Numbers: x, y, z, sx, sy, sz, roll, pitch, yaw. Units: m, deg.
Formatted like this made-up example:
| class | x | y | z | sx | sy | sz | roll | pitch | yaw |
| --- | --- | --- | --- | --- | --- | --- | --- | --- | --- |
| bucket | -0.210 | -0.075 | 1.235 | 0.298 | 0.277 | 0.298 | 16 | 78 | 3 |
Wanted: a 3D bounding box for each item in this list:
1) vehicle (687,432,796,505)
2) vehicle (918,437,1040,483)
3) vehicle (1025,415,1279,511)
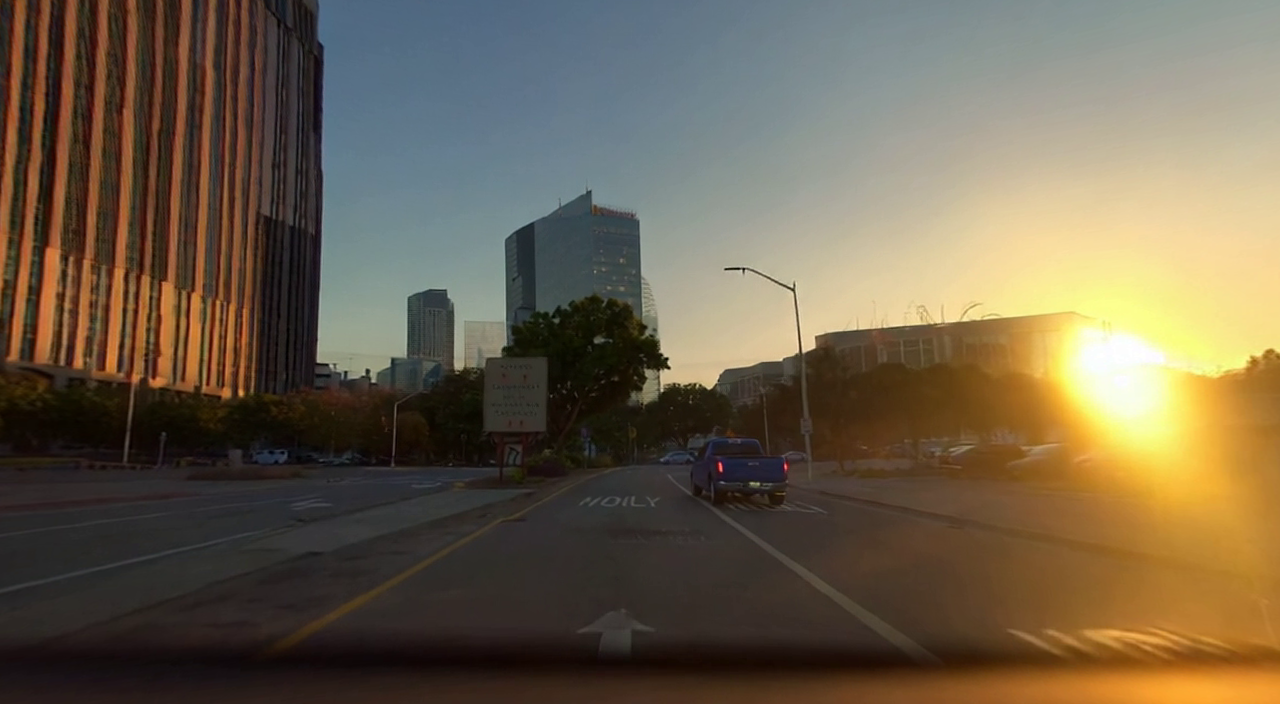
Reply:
| class | x | y | z | sx | sy | sz | roll | pitch | yaw |
| --- | --- | --- | --- | --- | --- | --- | --- | --- | --- |
| vehicle | 2.935 | 3.541 | 19.775 | 2.402 | 1.922 | 5.677 | 0 | -8 | -1 |
| vehicle | 16.816 | 5.359 | 31.590 | 4.765 | 1.678 | 2.228 | -5 | -3 | 6 |
| vehicle | 15.649 | 3.249 | 18.015 | 7.551 | 2.142 | 2.896 | 4 | -10 | -2 |
